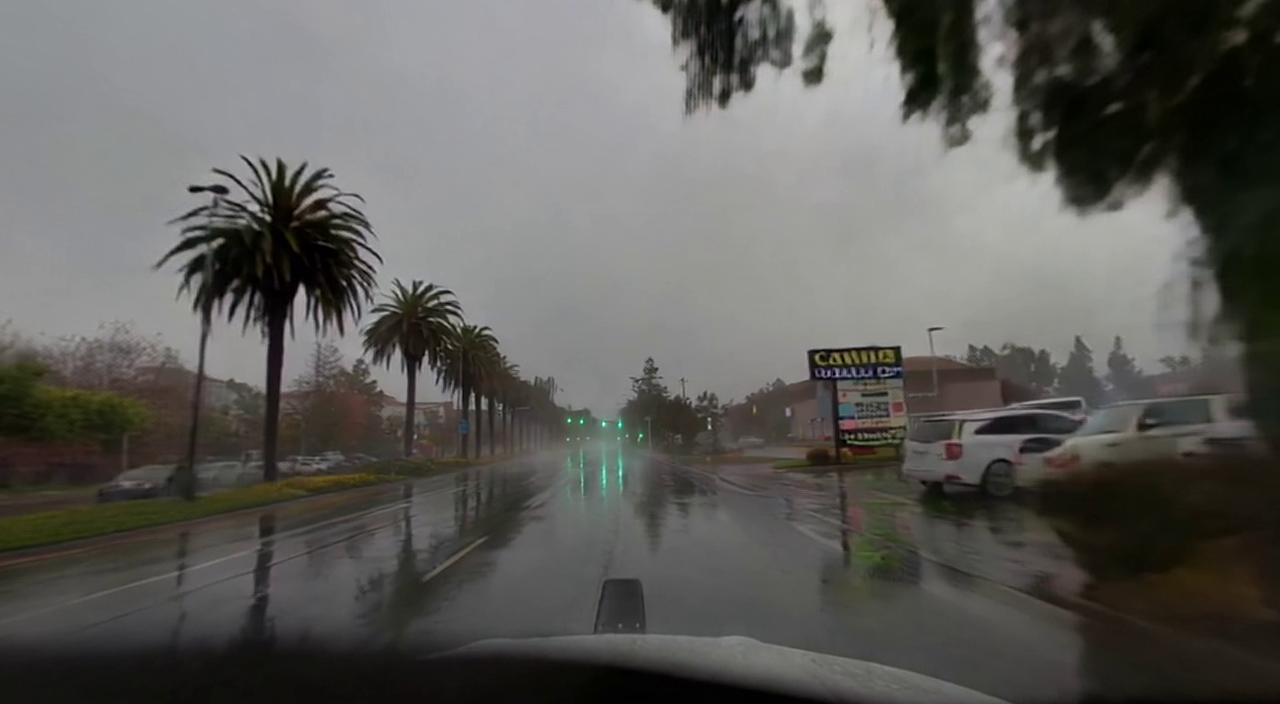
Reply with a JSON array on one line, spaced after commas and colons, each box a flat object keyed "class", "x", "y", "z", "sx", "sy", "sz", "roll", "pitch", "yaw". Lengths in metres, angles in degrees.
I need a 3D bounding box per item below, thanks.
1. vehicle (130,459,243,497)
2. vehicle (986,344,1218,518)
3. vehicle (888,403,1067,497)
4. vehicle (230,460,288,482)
[{"class": "vehicle", "x": -21.386, "y": 5.908, "z": 30.084, "sx": 1.970, "sy": 1.511, "sz": 4.836, "roll": 0, "pitch": -8, "yaw": -3}, {"class": "vehicle", "x": 9.908, "y": 1.698, "z": 13.334, "sx": 5.942, "sy": 2.851, "sz": 2.531, "roll": 7, "pitch": -11, "yaw": -42}, {"class": "vehicle", "x": 8.778, "y": 2.480, "z": 16.225, "sx": 5.154, "sy": 2.026, "sz": 2.257, "roll": 7, "pitch": -11, "yaw": -41}, {"class": "vehicle", "x": -28.868, "y": 9.044, "z": 48.068, "sx": 1.807, "sy": 1.446, "sz": 4.605, "roll": 0, "pitch": -8, "yaw": -4}]
